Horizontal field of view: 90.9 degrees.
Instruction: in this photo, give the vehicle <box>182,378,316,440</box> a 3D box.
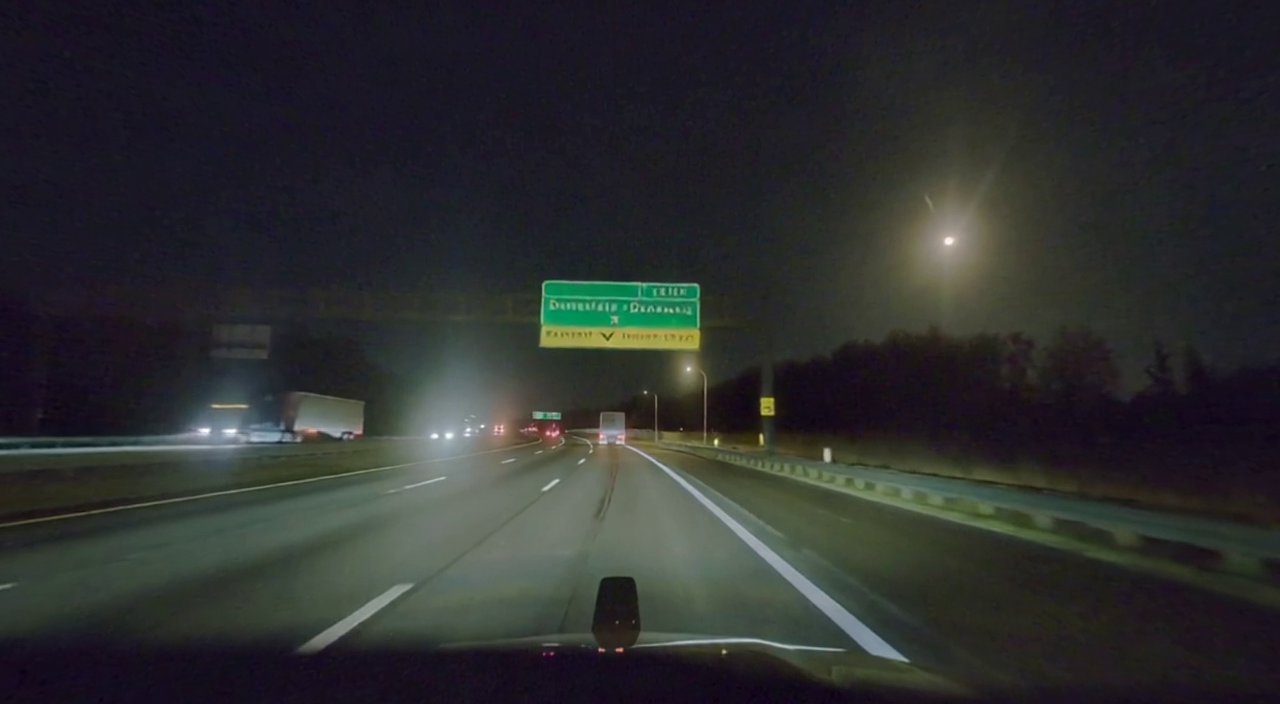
[{"bbox_3d":[-25.852,4.088,42.573,2.970,3.726,10.218,1,-8,-3],"label":"vehicle"}]
